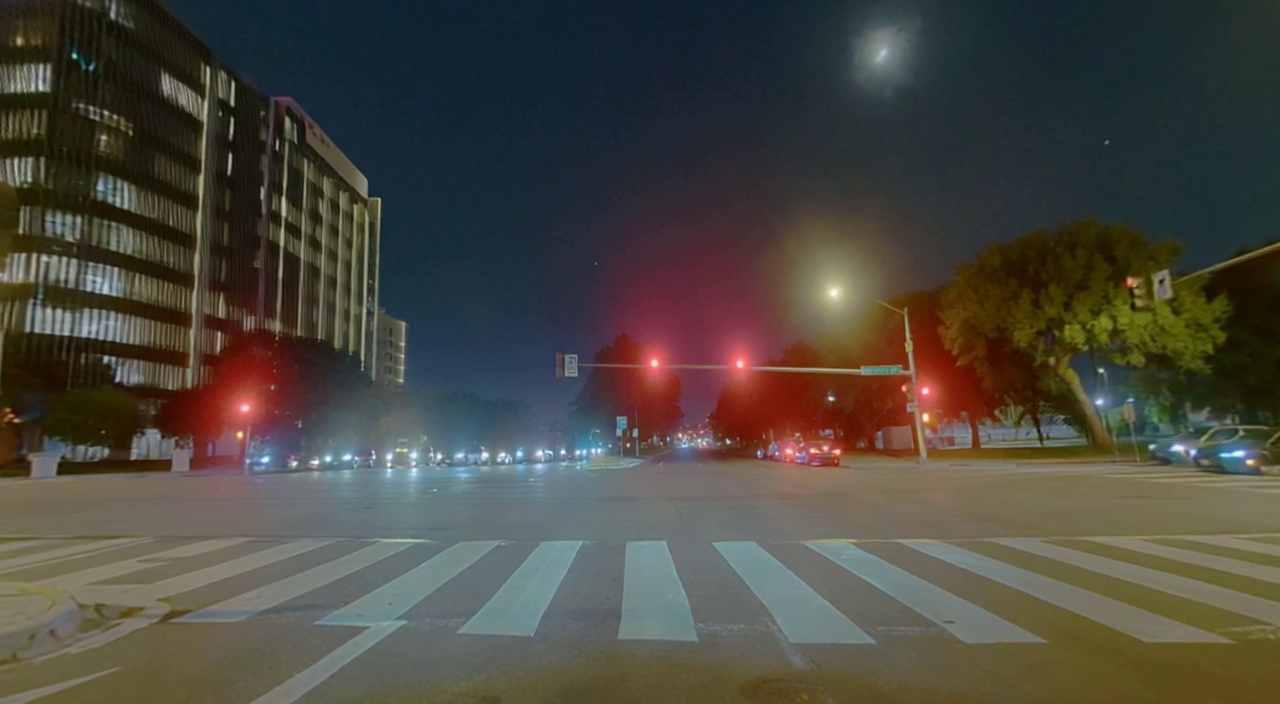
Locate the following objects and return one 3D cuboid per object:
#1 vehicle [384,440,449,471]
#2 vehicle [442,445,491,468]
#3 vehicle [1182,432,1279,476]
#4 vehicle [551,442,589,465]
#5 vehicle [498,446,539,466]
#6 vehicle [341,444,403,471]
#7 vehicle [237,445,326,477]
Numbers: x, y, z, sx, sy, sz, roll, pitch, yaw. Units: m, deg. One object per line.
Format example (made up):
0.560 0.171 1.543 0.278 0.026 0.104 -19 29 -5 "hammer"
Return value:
-15.195 7.036 43.137 2.340 1.946 5.450 0 -9 1 "vehicle"
-11.688 7.074 42.684 1.911 1.476 4.297 -1 -9 2 "vehicle"
22.286 3.588 22.258 4.474 1.477 1.908 0 -9 -3 "vehicle"
-4.580 6.711 41.667 1.954 1.431 4.050 0 -9 2 "vehicle"
-8.161 7.008 42.591 1.910 1.321 3.692 0 -9 1 "vehicle"
-18.611 7.342 43.980 2.237 1.801 4.541 0 -9 1 "vehicle"
-22.501 6.820 39.780 2.032 1.839 4.884 -2 -9 13 "vehicle"
